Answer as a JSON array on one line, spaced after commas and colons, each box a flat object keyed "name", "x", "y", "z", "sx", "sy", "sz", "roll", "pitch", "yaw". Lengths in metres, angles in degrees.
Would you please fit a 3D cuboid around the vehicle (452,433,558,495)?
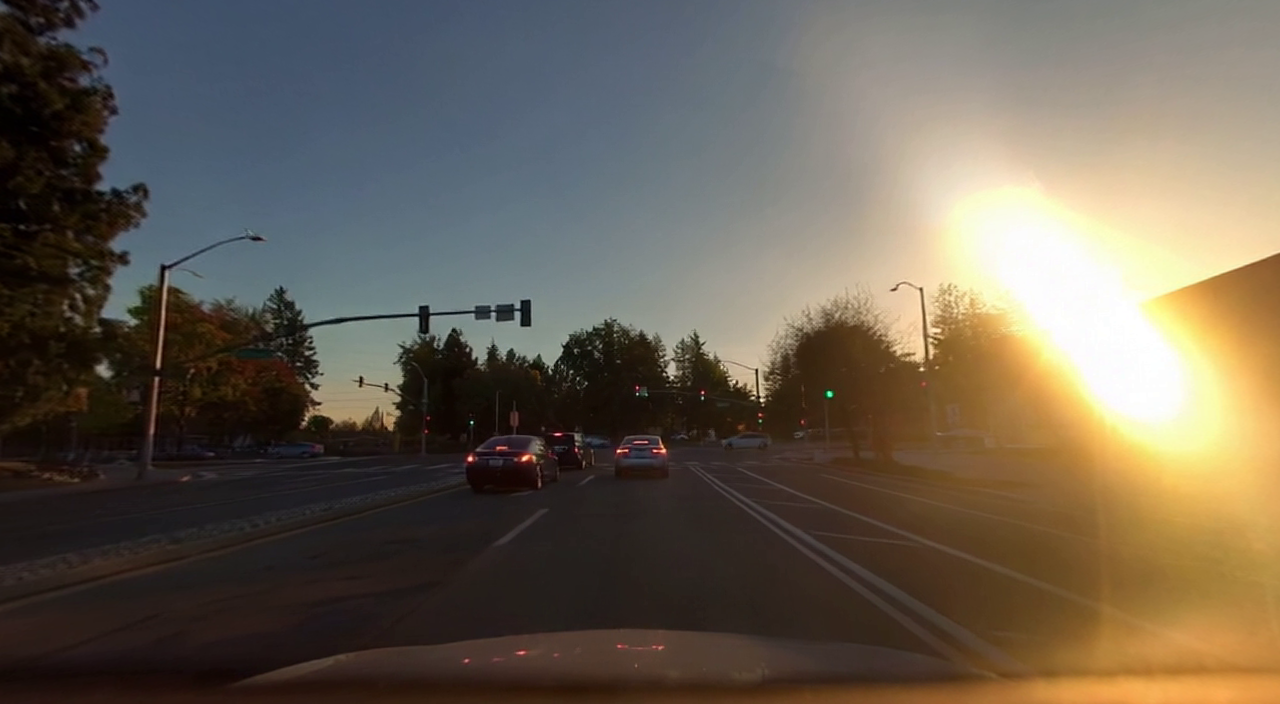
[{"name": "vehicle", "x": -3.619, "y": 3.097, "z": 17.879, "sx": 1.942, "sy": 1.497, "sz": 4.561, "roll": 0, "pitch": -8, "yaw": 1}]

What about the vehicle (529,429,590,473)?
[{"name": "vehicle", "x": -3.439, "y": 4.357, "z": 27.884, "sx": 2.029, "sy": 1.752, "sz": 4.420, "roll": 0, "pitch": -8, "yaw": 1}]

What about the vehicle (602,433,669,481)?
[{"name": "vehicle", "x": -0.162, "y": 3.550, "z": 21.529, "sx": 2.066, "sy": 1.482, "sz": 3.923, "roll": 0, "pitch": -8, "yaw": -1}]

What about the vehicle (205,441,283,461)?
[{"name": "vehicle", "x": -30.176, "y": 7.536, "z": 48.110, "sx": 4.708, "sy": 1.467, "sz": 1.819, "roll": 0, "pitch": -8, "yaw": 2}]
